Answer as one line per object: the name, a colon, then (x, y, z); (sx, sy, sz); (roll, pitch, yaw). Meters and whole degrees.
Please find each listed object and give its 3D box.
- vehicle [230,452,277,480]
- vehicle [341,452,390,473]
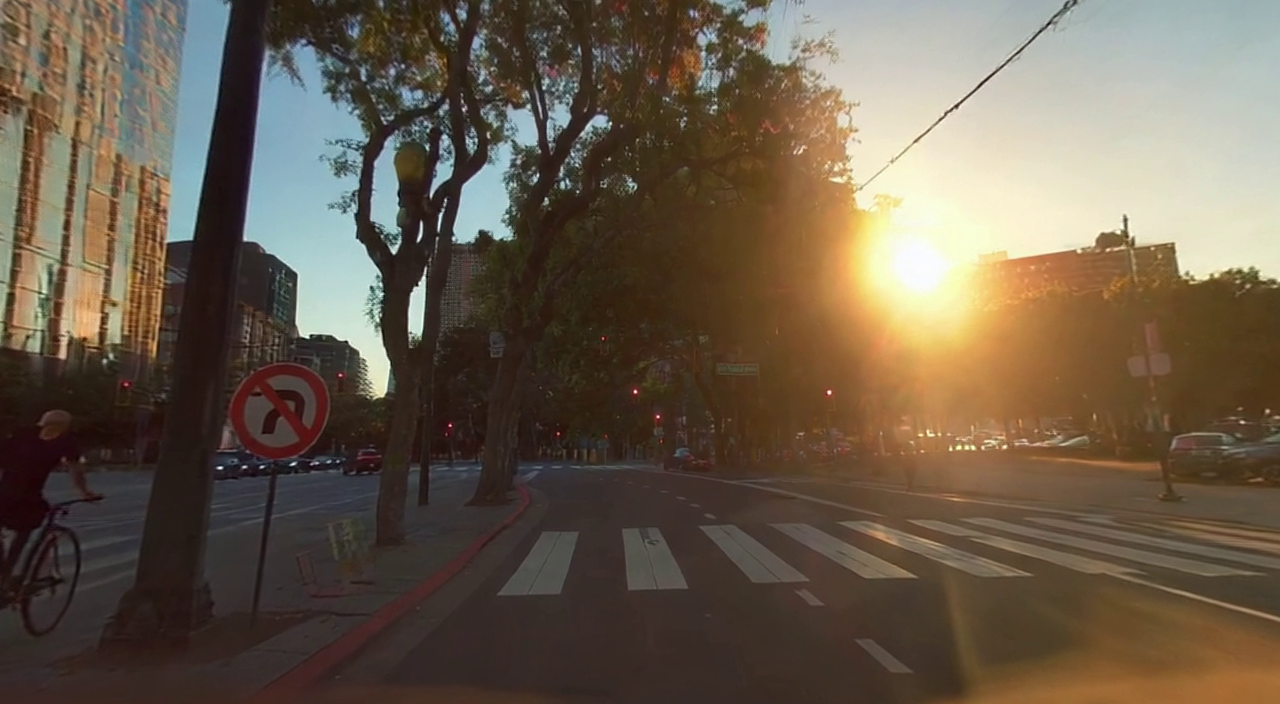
vehicle: (-28.206, 8.225, 46.050); (2.199, 1.838, 4.222); (6, -10, -40)
vehicle: (-21.577, 8.638, 49.555); (2.123, 1.544, 4.158); (8, -11, -43)
